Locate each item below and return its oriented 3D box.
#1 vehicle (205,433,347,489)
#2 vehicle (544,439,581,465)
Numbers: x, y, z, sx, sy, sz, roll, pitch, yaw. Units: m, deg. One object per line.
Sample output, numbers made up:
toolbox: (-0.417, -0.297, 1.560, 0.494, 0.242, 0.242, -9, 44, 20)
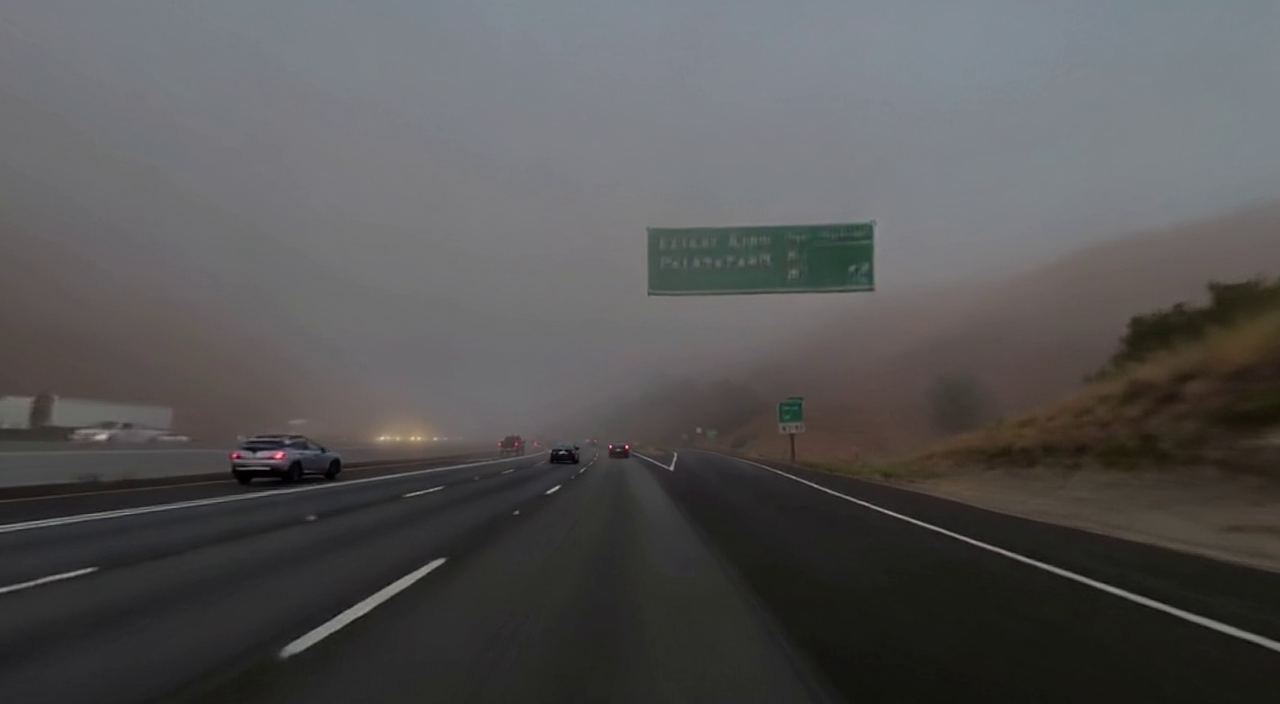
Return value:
vehicle: (-11.783, 3.550, 20.819, 2.047, 1.645, 4.451, 0, -8, -1)
vehicle: (-5.142, 6.691, 42.210, 2.060, 1.631, 4.214, 0, -9, -1)
